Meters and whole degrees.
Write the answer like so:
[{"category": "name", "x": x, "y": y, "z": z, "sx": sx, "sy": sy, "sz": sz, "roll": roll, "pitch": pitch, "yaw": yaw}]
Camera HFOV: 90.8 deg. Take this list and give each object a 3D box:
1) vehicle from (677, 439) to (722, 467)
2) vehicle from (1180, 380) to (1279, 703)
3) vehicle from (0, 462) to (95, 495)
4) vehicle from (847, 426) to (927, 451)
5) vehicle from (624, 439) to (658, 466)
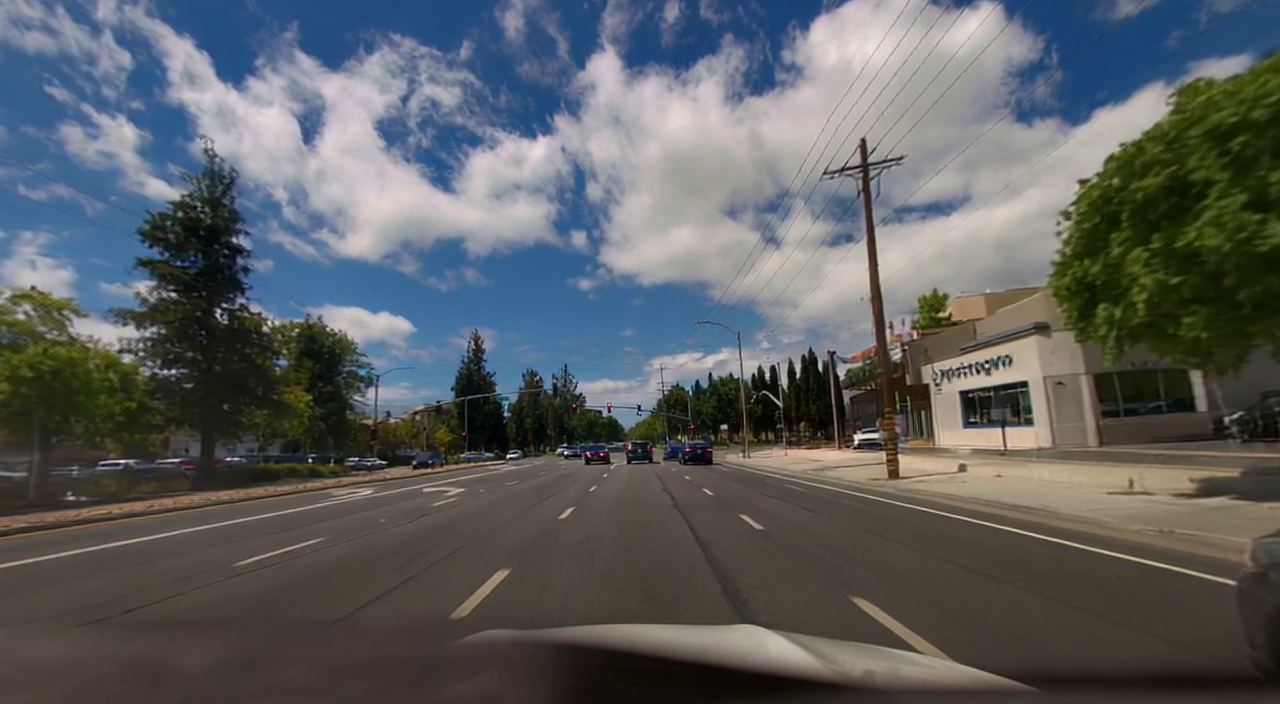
[{"category": "vehicle", "x": 3.684, "y": 6.370, "z": 39.992, "sx": 2.198, "sy": 1.660, "sz": 4.512, "roll": 0, "pitch": -9, "yaw": -2}, {"category": "vehicle", "x": 3.842, "y": 0.638, "z": 0.985, "sx": 1.889, "sy": 1.572, "sz": 4.605, "roll": 0, "pitch": -9, "yaw": 0}, {"category": "vehicle", "x": -34.079, "y": 7.083, "z": 35.586, "sx": 4.712, "sy": 1.658, "sz": 1.981, "roll": 5, "pitch": -10, "yaw": -30}, {"category": "vehicle", "x": 15.815, "y": 5.585, "z": 40.669, "sx": 4.344, "sy": 1.512, "sz": 1.936, "roll": -1, "pitch": -9, "yaw": 5}, {"category": "vehicle", "x": 0.006, "y": 6.645, "z": 41.789, "sx": 2.146, "sy": 1.685, "sz": 4.003, "roll": 0, "pitch": -9, "yaw": -2}]
